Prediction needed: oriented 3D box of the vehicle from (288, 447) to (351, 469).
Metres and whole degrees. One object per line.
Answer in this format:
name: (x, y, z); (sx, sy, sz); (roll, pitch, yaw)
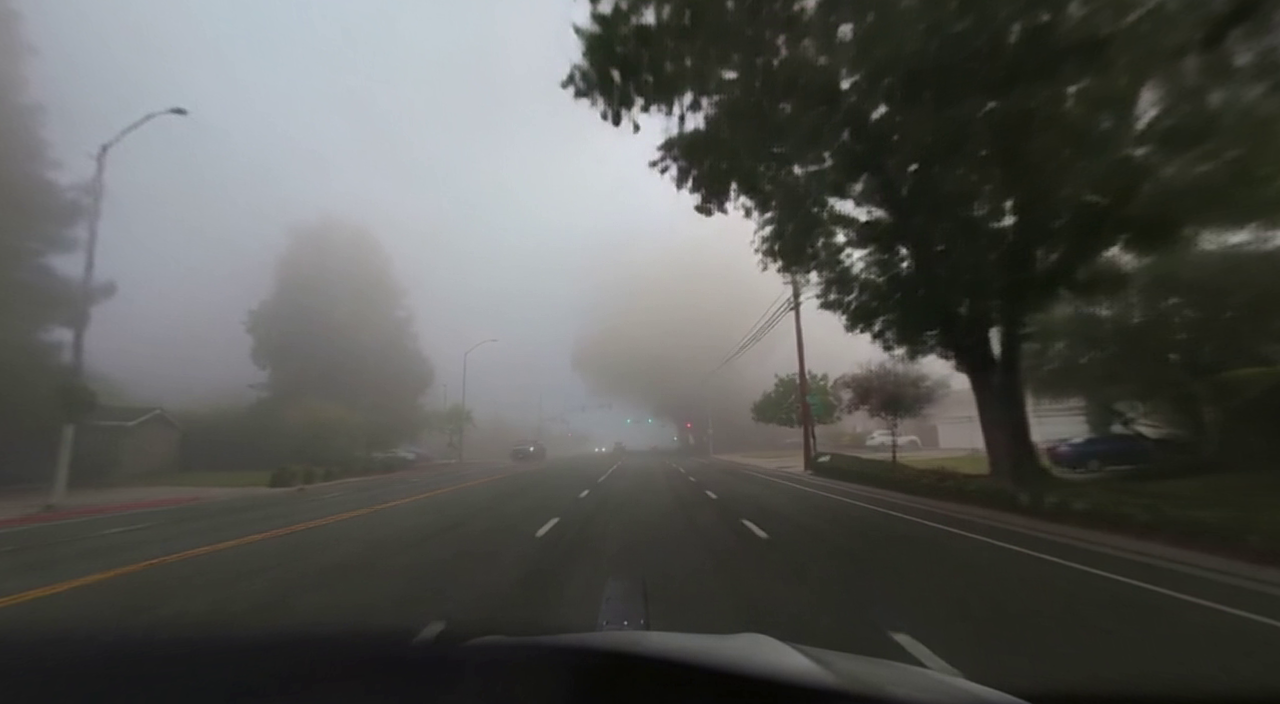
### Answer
vehicle: (-22.061, 7.310, 43.493); (3.459, 1.419, 1.631); (-1, -9, -2)

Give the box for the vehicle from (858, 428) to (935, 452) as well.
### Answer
vehicle: (18.520, 6.377, 45.628); (4.591, 1.718, 2.107); (0, -9, -3)

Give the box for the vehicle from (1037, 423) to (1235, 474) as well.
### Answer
vehicle: (14.687, 2.919, 18.965); (4.253, 1.397, 1.717); (-3, -9, 18)
